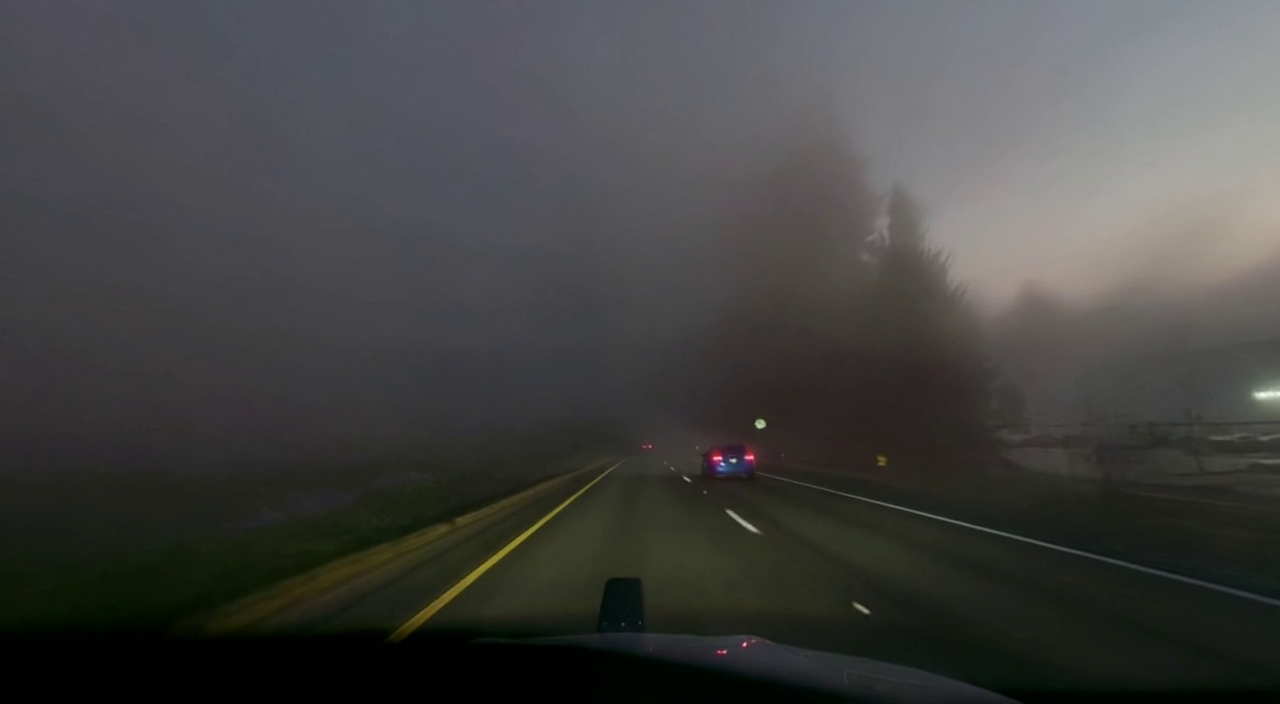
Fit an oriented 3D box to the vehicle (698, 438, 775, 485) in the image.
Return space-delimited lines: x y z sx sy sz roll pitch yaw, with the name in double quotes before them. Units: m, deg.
"vehicle" 3.431 3.971 23.060 2.079 1.531 3.997 0 -8 -1
